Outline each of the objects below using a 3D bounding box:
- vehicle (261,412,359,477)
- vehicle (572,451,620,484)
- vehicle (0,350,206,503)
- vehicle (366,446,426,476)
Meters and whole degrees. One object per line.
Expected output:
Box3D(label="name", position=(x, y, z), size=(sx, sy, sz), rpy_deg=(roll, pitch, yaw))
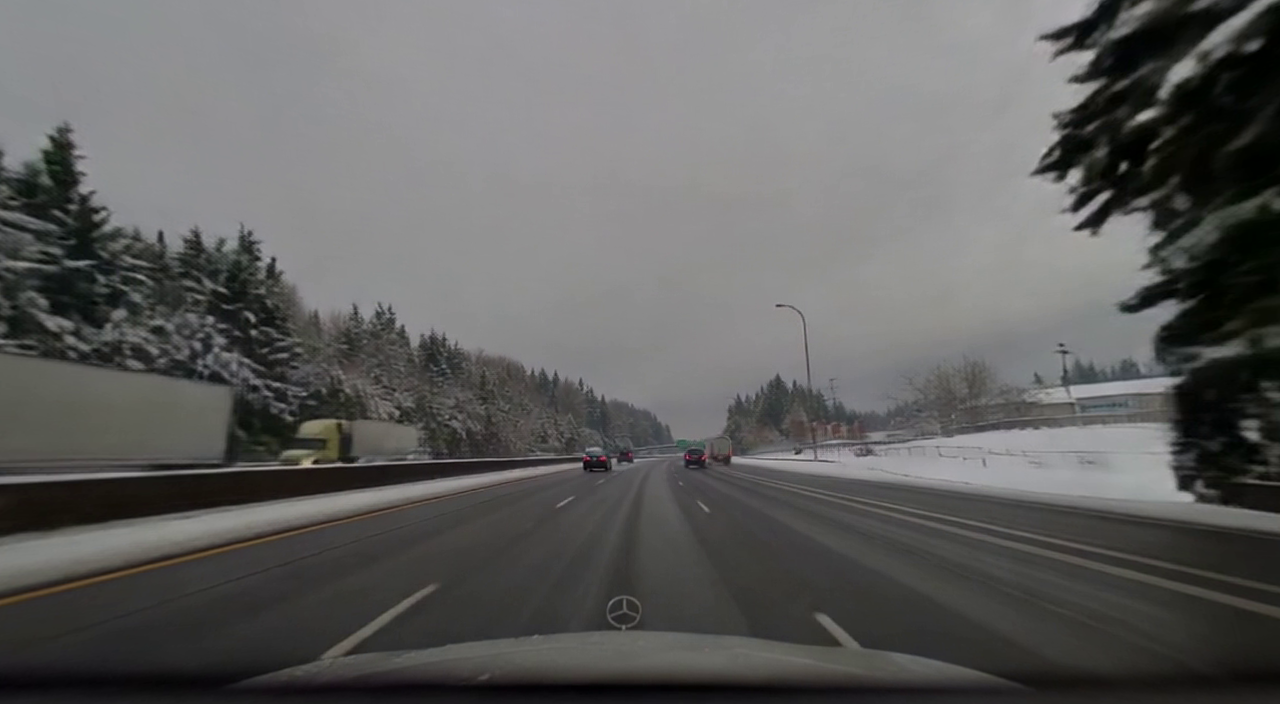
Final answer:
Box3D(label="vehicle", position=(-21.392, 6.084, 41.313), size=(2.925, 3.888, 5.821), rpy_deg=(-1, -9, 2))
Box3D(label="vehicle", position=(-2.119, 5.752, 31.709), size=(2.035, 1.513, 4.272), rpy_deg=(0, -9, 1))
Box3D(label="vehicle", position=(-18.643, 2.102, 17.503), size=(3.117, 4.012, 13.946), rpy_deg=(0, -9, 1))
Box3D(label="vehicle", position=(-17.040, 7.634, 44.373), size=(2.095, 1.943, 5.068), rpy_deg=(0, -9, 1))
